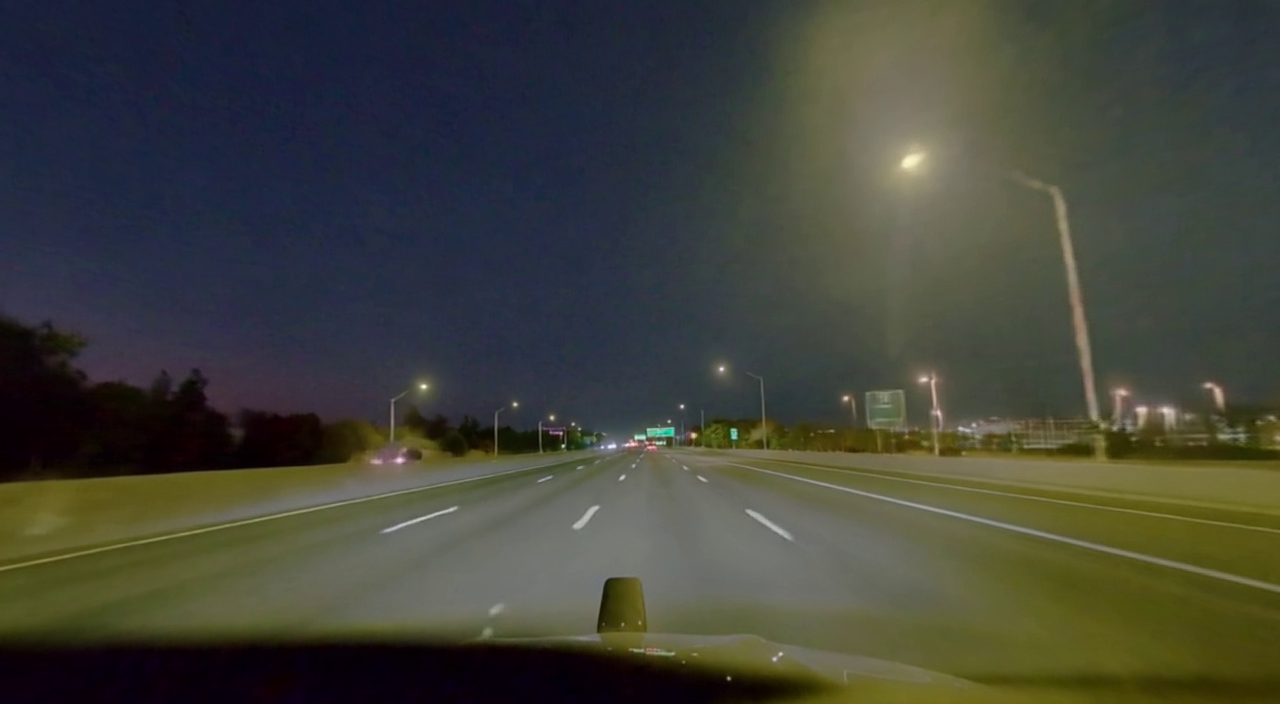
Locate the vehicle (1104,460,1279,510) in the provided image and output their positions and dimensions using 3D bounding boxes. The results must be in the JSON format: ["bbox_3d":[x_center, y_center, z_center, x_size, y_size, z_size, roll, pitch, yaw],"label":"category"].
[{"bbox_3d":[27.188,6.477,30.919,7.005,2.000,2.255,-2,-9,-1],"label":"vehicle"}]

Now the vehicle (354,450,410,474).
[{"bbox_3d":[-18.277,7.787,44.887,1.954,1.610,4.594,-1,-8,1],"label":"vehicle"}]
